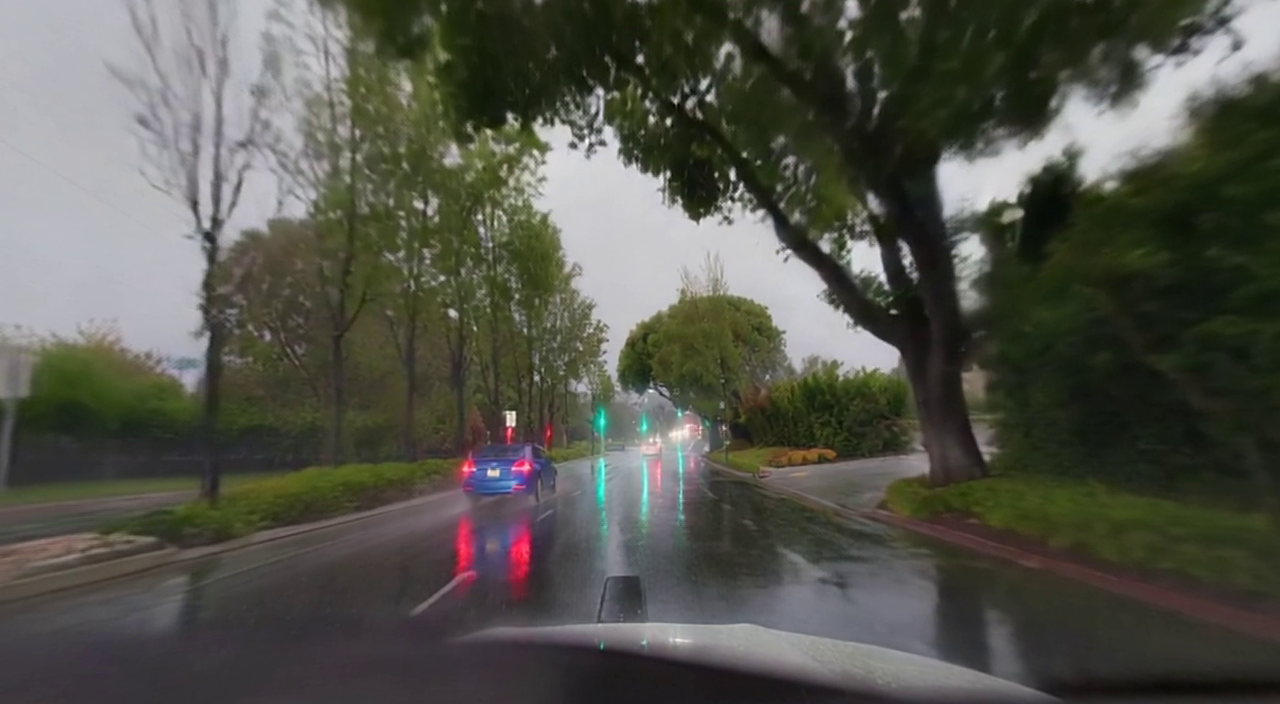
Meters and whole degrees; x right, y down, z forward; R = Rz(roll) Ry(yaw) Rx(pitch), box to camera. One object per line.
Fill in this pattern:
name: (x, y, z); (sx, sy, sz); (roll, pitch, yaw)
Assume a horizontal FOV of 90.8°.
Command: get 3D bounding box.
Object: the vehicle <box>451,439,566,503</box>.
vehicle: (-3.364, 3.165, 17.239); (2.038, 1.486, 4.678); (0, -9, 1)
